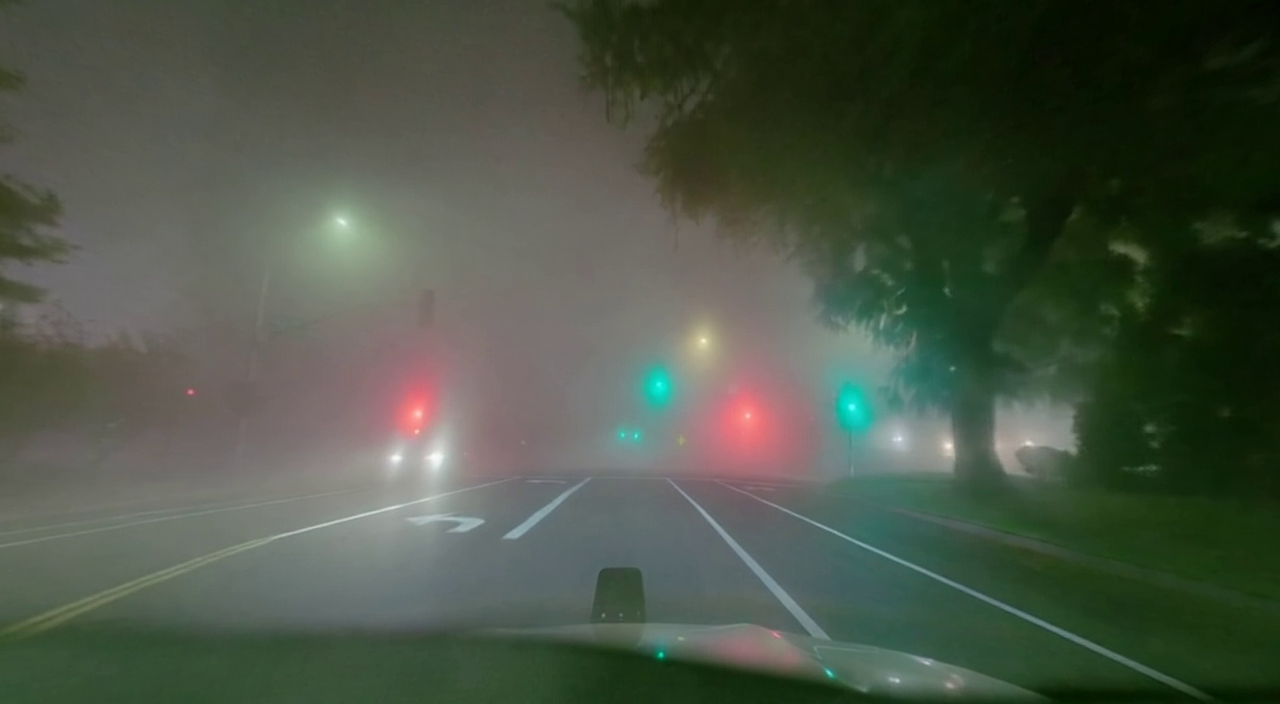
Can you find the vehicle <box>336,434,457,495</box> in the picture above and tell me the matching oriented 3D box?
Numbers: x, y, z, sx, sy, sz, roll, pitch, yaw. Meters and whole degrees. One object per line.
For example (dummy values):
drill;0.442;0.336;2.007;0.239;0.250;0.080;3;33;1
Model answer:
vehicle;-7.637;3.554;20.375;2.091;1.727;4.413;0;-8;1
